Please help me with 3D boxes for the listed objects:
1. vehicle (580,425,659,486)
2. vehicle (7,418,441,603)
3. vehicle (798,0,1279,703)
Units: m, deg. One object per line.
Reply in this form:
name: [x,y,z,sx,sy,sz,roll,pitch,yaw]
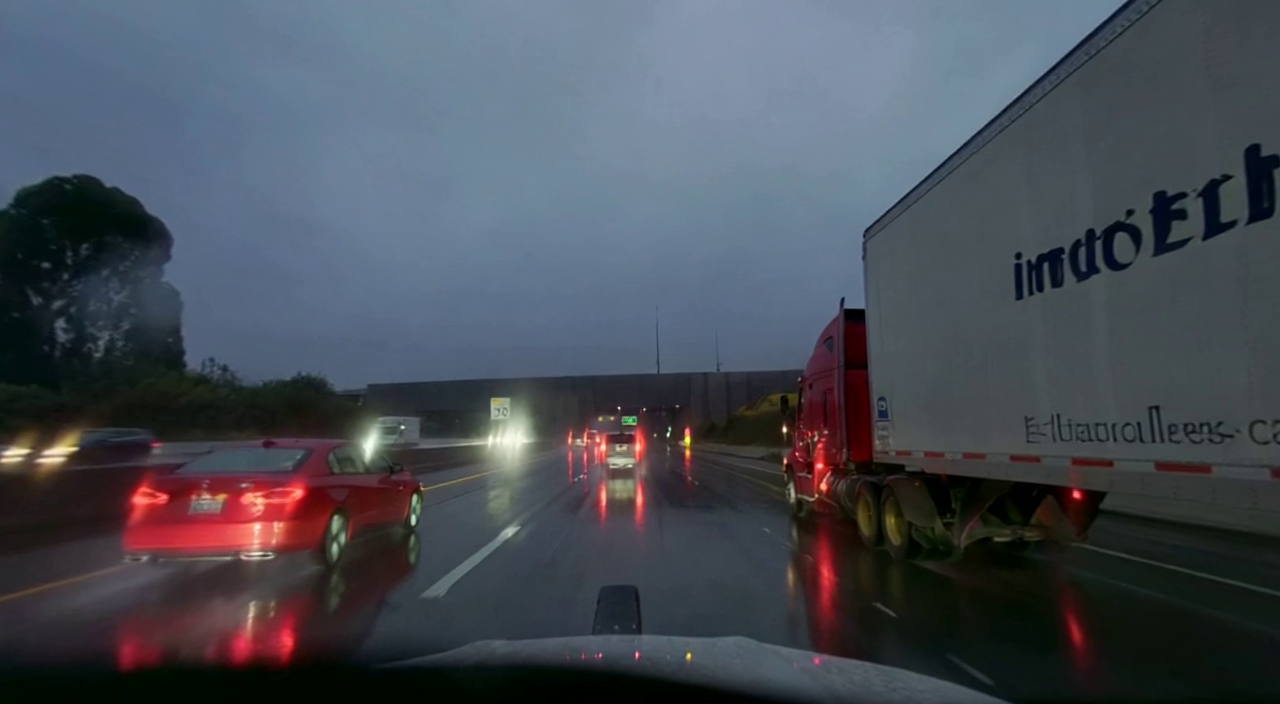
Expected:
vehicle: [-0.580,2.987,18.571,2.094,1.600,3.666,0,-8,-1]
vehicle: [-3.968,1.544,7.181,2.019,1.435,4.317,0,-8,0]
vehicle: [4.029,-0.288,2.894,2.842,4.108,14.081,0,-8,-1]
